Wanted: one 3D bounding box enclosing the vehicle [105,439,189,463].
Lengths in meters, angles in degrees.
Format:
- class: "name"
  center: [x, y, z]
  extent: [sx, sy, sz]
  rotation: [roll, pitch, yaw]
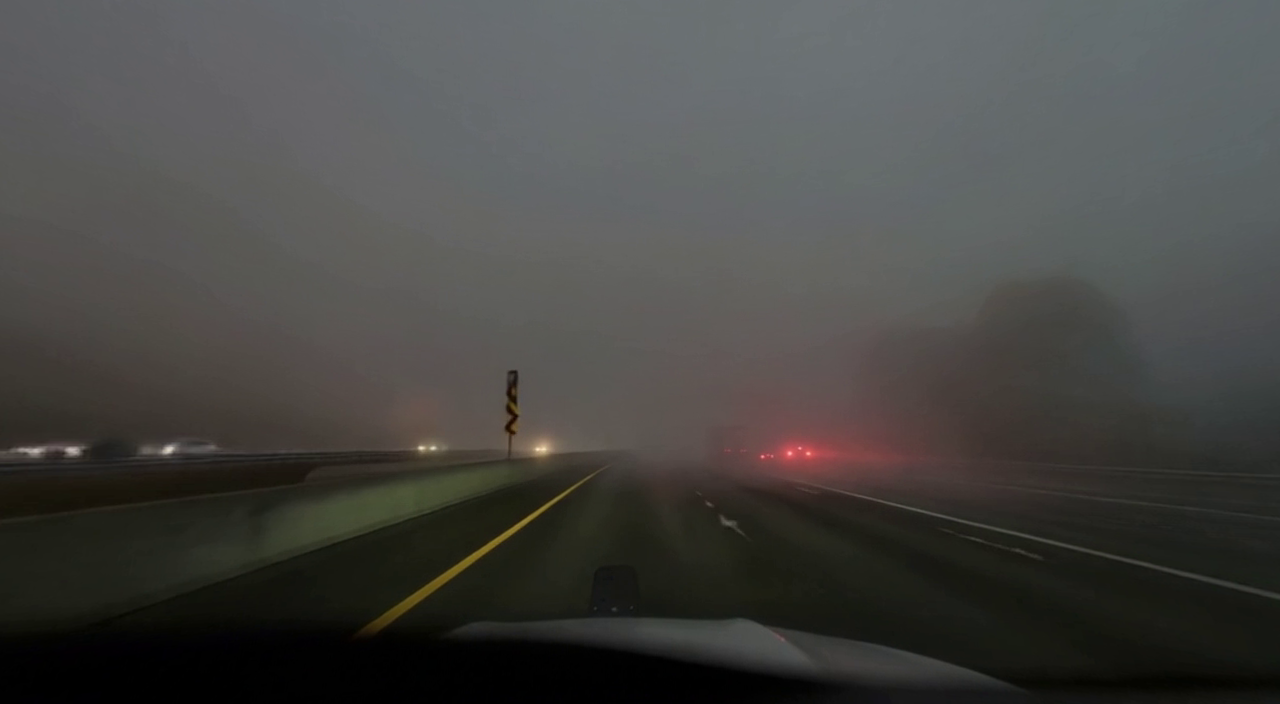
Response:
- class: "vehicle"
  center: [-33.141, 6.675, 42.673]
  extent: [1.836, 1.492, 4.742]
  rotation: [0, -8, 1]
